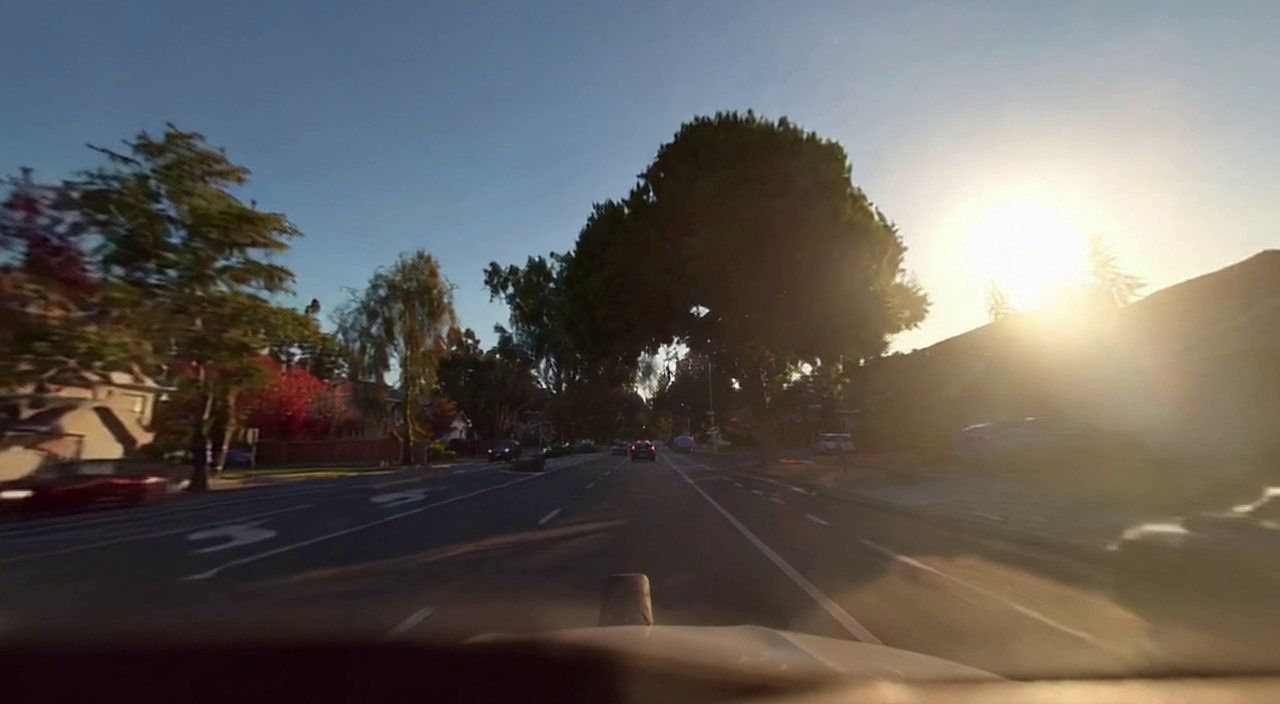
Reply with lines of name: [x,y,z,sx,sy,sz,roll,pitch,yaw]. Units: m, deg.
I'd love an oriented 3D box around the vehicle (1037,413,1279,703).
vehicle: [4.102,0.927,2.326,2.080,1.469,4.898,0,-9,0]

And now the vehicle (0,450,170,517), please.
vehicle: [-14.304,3.156,15.604,1.937,1.386,4.354,-1,-9,1]

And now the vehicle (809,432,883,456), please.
vehicle: [14.915,6.693,45.829,4.663,1.677,1.934,0,-9,-2]

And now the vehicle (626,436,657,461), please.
vehicle: [0.089,6.698,43.800,2.024,1.655,4.301,0,-9,0]
